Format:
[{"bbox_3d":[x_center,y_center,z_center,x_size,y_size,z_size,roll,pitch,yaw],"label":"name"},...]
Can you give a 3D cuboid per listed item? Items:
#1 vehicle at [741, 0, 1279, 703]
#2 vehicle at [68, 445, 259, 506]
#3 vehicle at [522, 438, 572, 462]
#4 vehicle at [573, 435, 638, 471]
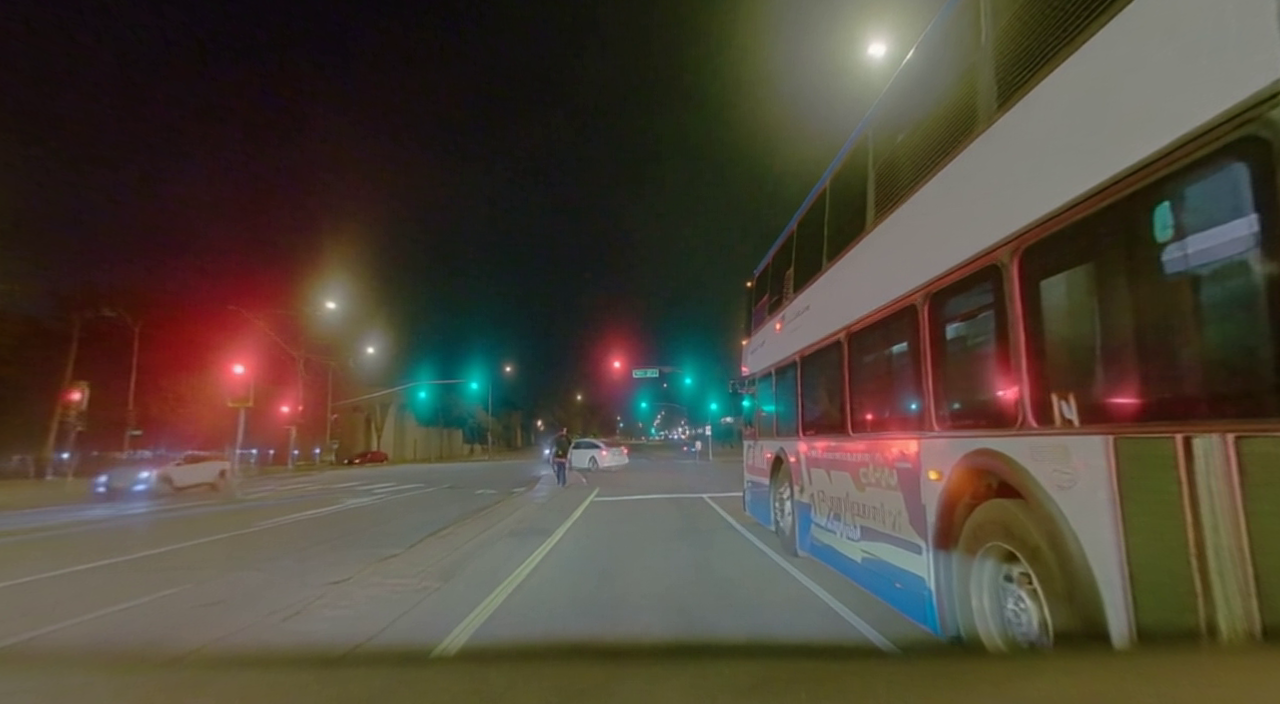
[{"bbox_3d":[3.301,-0.080,3.313,3.250,3.731,13.693,0,-8,0],"label":"vehicle"},{"bbox_3d":[-14.405,3.724,19.476,1.816,1.490,4.417,-4,-7,17],"label":"vehicle"},{"bbox_3d":[-6.101,6.365,41.075,2.036,1.467,3.979,4,-9,-26],"label":"vehicle"},{"bbox_3d":[-1.674,4.621,29.110,2.123,1.544,4.158,2,-9,-15],"label":"vehicle"}]
